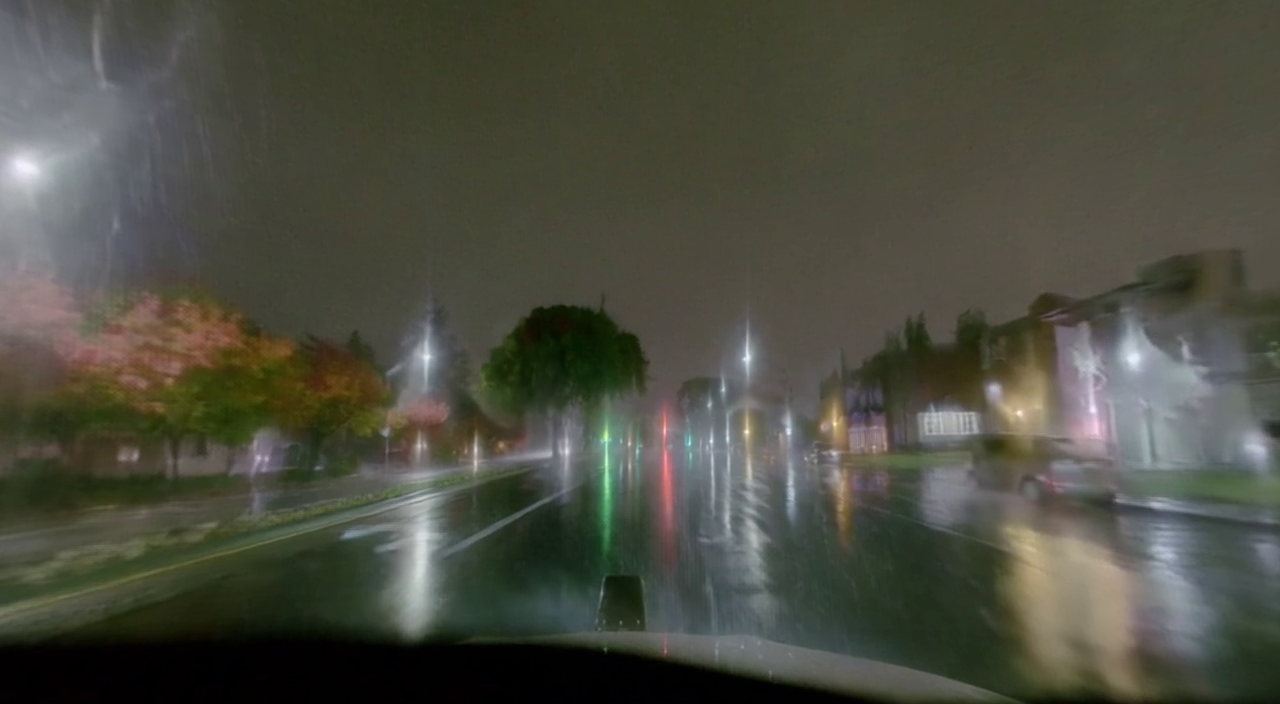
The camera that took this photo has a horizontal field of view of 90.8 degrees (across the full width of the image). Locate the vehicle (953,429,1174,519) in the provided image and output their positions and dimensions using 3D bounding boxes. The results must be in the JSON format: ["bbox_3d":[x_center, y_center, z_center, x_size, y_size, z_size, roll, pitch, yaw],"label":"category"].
[{"bbox_3d":[9.389,2.717,14.631,1.990,1.728,4.597,0,-9,2],"label":"vehicle"}]

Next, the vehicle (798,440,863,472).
[{"bbox_3d":[9.868,5.415,33.060,2.076,1.547,4.398,0,-9,1],"label":"vehicle"}]
